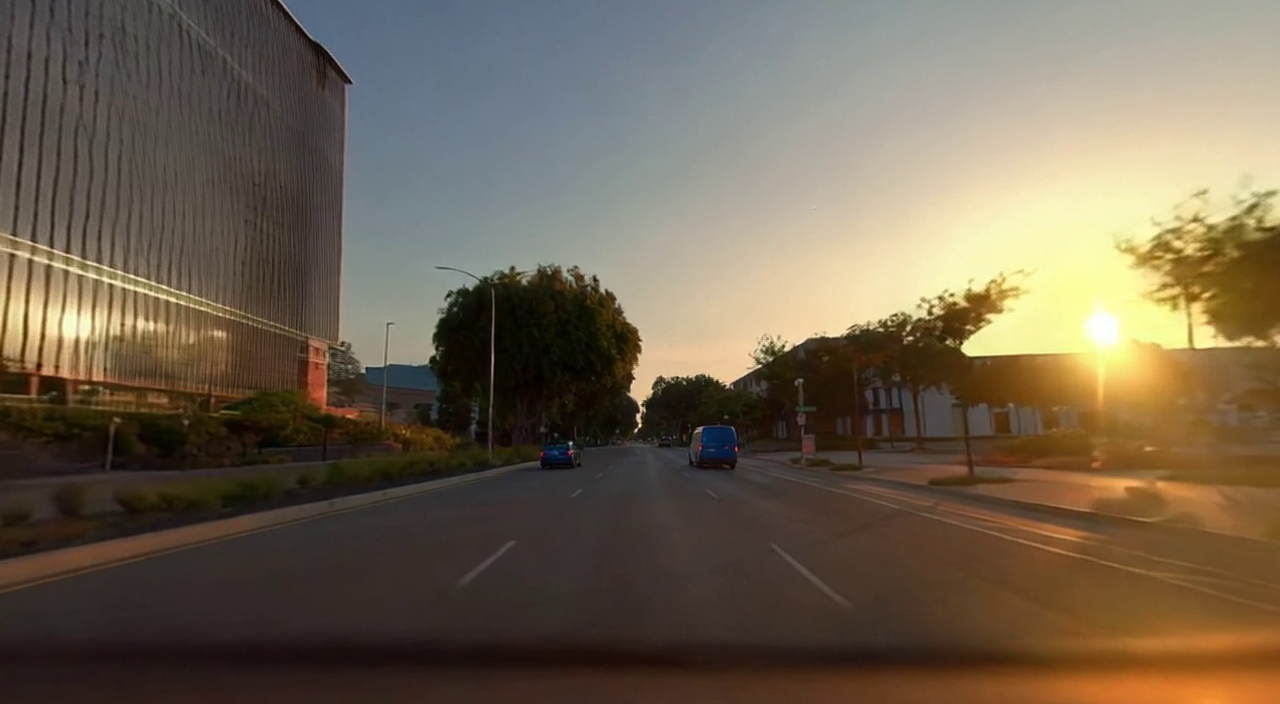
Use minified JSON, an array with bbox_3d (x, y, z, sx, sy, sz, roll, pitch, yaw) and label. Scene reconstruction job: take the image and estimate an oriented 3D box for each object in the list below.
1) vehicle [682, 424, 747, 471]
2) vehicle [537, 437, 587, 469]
[{"bbox_3d":[3.226,4.275,28.279,2.200,1.914,5.145,0,-8,-1],"label":"vehicle"},{"bbox_3d":[-3.711,4.904,30.756,1.864,1.464,4.195,0,-8,1],"label":"vehicle"}]
